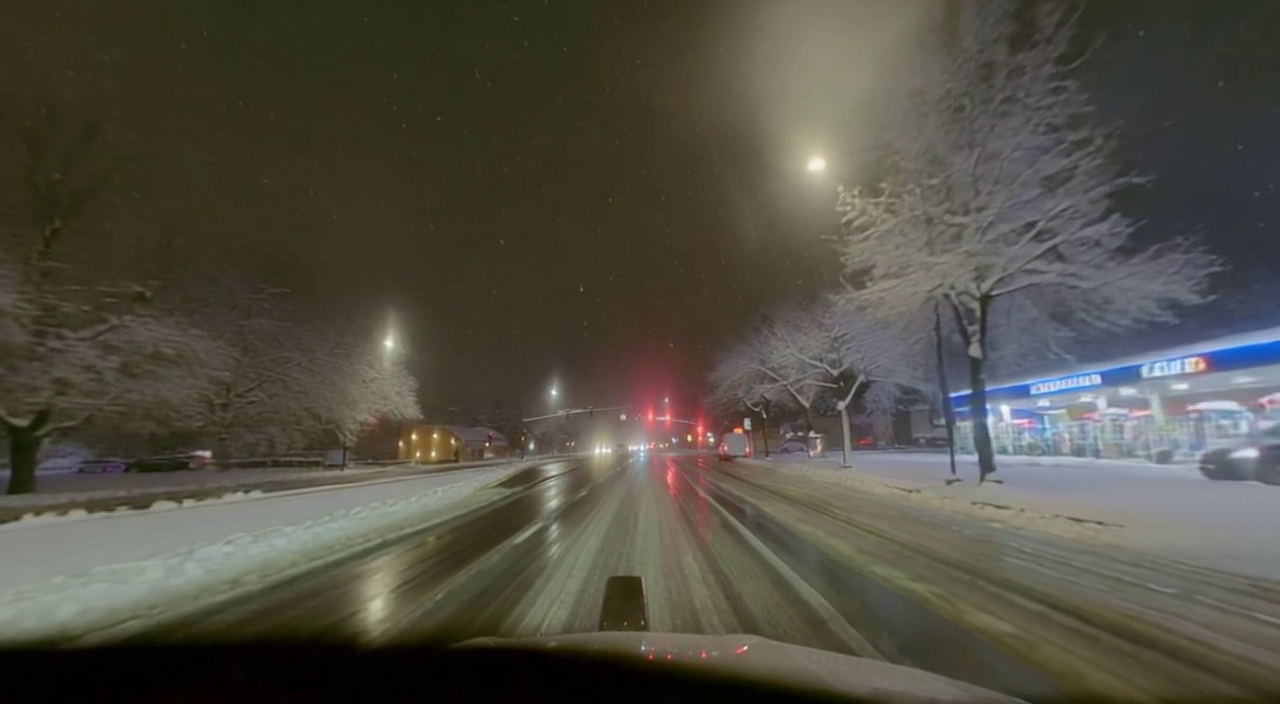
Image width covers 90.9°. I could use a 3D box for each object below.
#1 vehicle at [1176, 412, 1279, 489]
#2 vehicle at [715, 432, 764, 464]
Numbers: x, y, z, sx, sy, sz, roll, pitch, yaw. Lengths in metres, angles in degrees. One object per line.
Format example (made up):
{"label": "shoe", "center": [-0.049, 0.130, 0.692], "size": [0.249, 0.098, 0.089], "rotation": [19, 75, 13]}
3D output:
{"label": "vehicle", "center": [15.917, 2.413, 15.531], "size": [4.399, 1.686, 1.970], "rotation": [3, -9, -19]}
{"label": "vehicle", "center": [7.724, 7.554, 49.829], "size": [2.764, 2.327, 6.492], "rotation": [0, -8, 0]}
